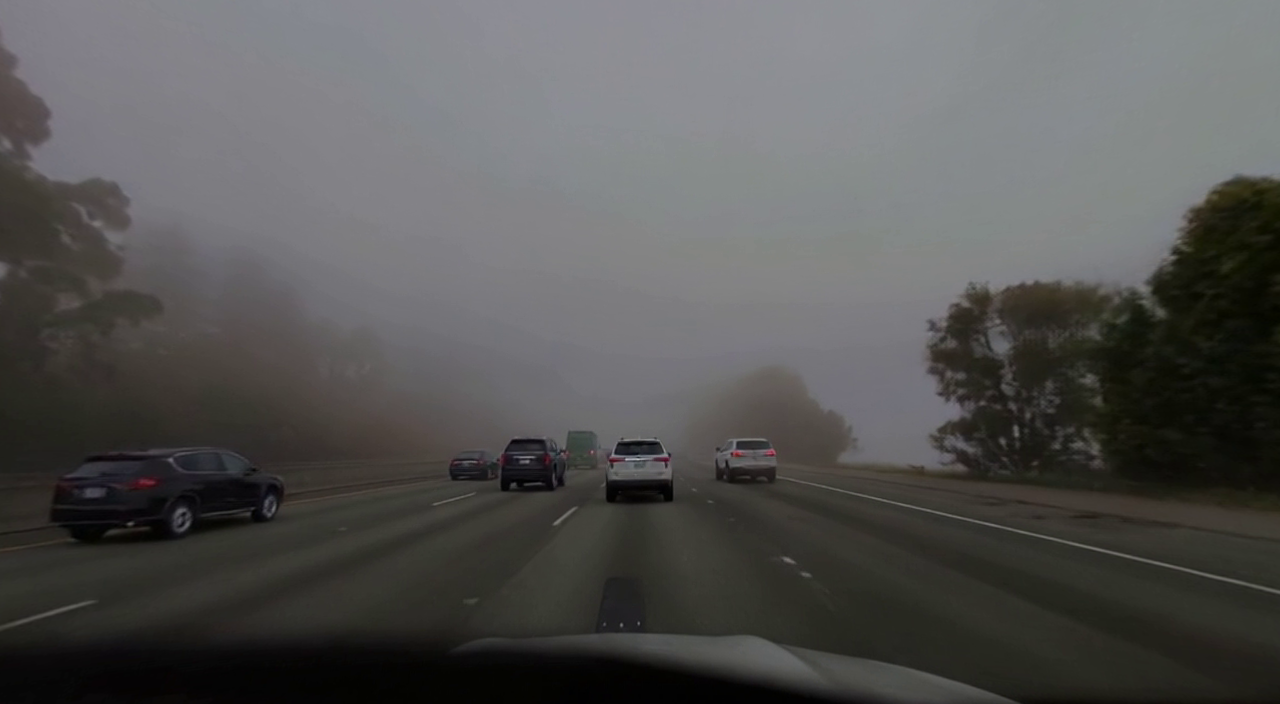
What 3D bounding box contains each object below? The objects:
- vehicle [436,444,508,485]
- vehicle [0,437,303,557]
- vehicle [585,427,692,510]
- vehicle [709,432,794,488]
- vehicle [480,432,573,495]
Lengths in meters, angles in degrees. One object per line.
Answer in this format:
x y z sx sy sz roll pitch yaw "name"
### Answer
-7.163 4.807 27.286 1.931 1.617 4.060 0 -8 0 "vehicle"
-7.737 2.186 10.322 1.927 1.514 4.474 0 -8 0 "vehicle"
-0.004 2.753 15.324 2.223 1.722 4.177 0 -8 1 "vehicle"
3.982 3.979 23.571 2.175 1.830 5.173 0 -8 -1 "vehicle"
-3.517 3.550 20.449 2.142 1.808 4.266 0 -8 1 "vehicle"
